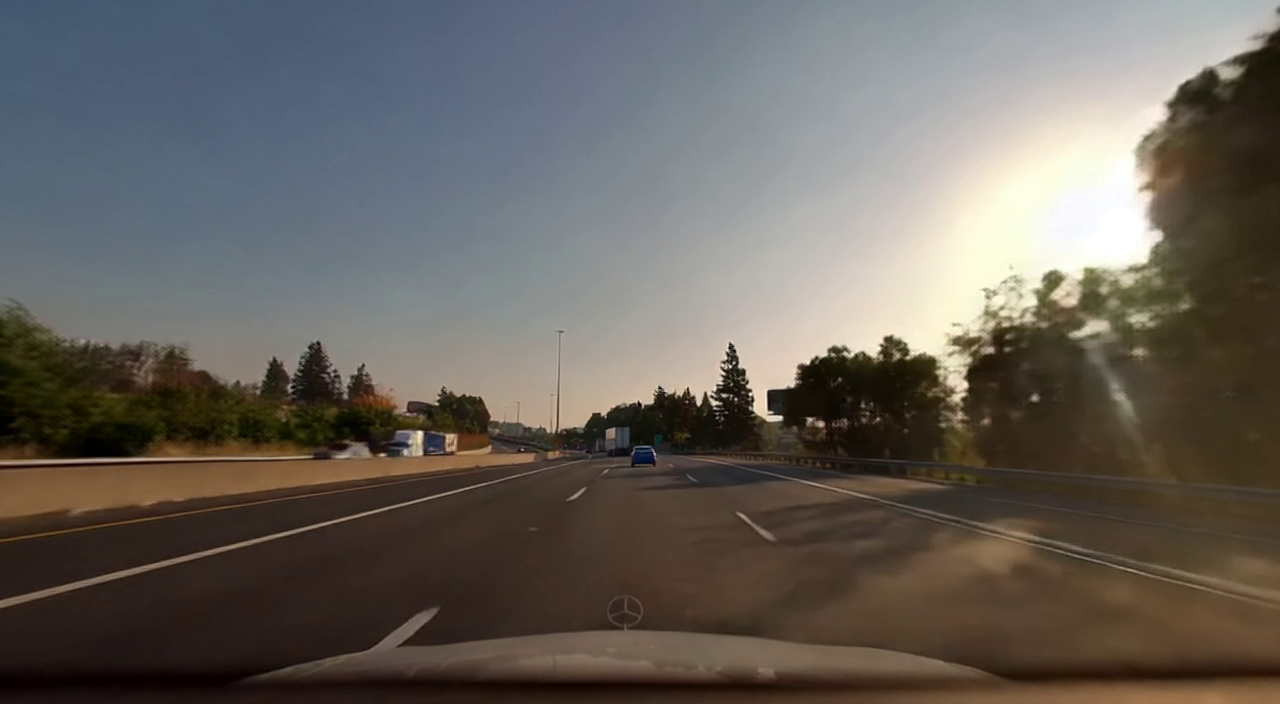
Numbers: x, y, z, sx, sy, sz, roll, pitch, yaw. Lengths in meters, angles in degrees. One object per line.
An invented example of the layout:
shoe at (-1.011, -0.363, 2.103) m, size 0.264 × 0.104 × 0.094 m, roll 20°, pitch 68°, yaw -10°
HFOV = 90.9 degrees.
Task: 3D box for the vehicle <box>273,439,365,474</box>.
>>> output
vehicle at (-17.731, 5.776, 35.247) m, size 2.156 × 1.764 × 5.763 m, roll 0°, pitch -8°, yaw 0°

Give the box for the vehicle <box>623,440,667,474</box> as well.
vehicle at (0.178, 5.131, 30.998) m, size 2.042 × 1.528 × 4.300 m, roll 0°, pitch -8°, yaw -1°
